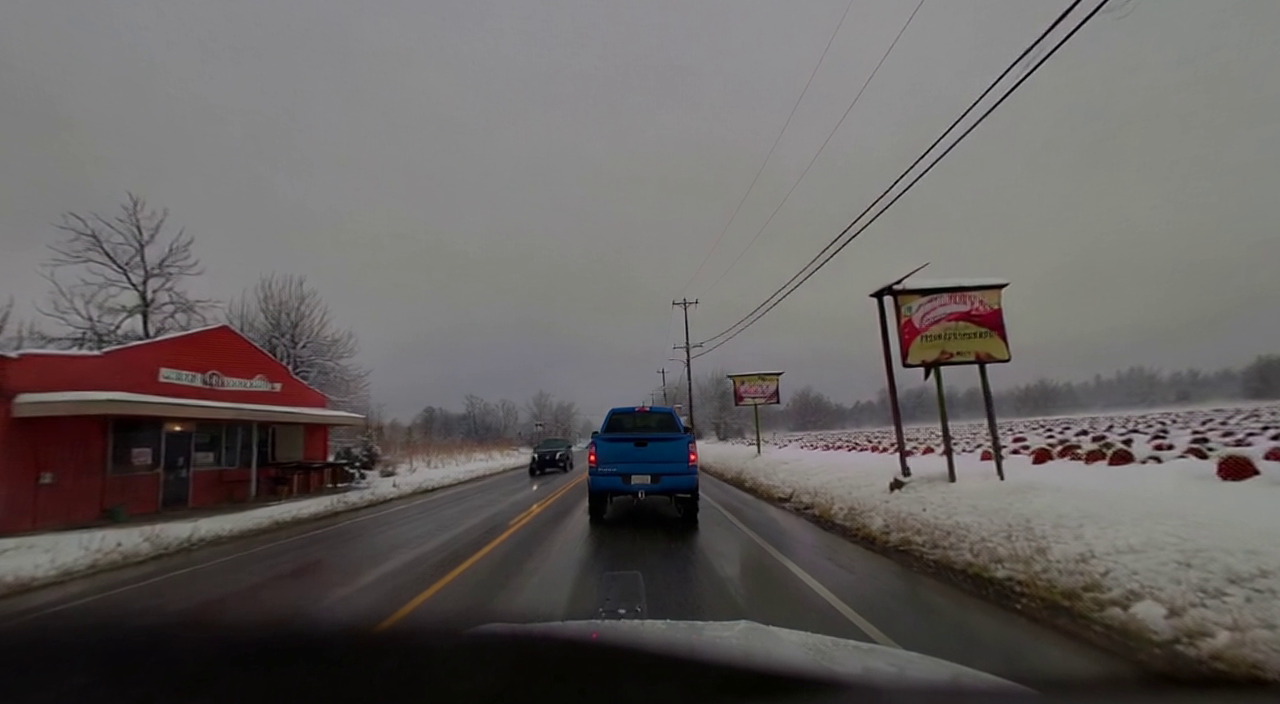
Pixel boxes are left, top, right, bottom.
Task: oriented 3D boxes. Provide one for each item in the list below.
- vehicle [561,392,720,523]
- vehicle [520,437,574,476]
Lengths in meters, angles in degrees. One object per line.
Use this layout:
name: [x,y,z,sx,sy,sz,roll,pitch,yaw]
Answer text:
vehicle: [-0.071,2.226,13.794,2.693,2.223,5.885,0,-8,-2]
vehicle: [-4.604,5.245,31.918,2.081,1.681,4.325,-3,-8,-1]
